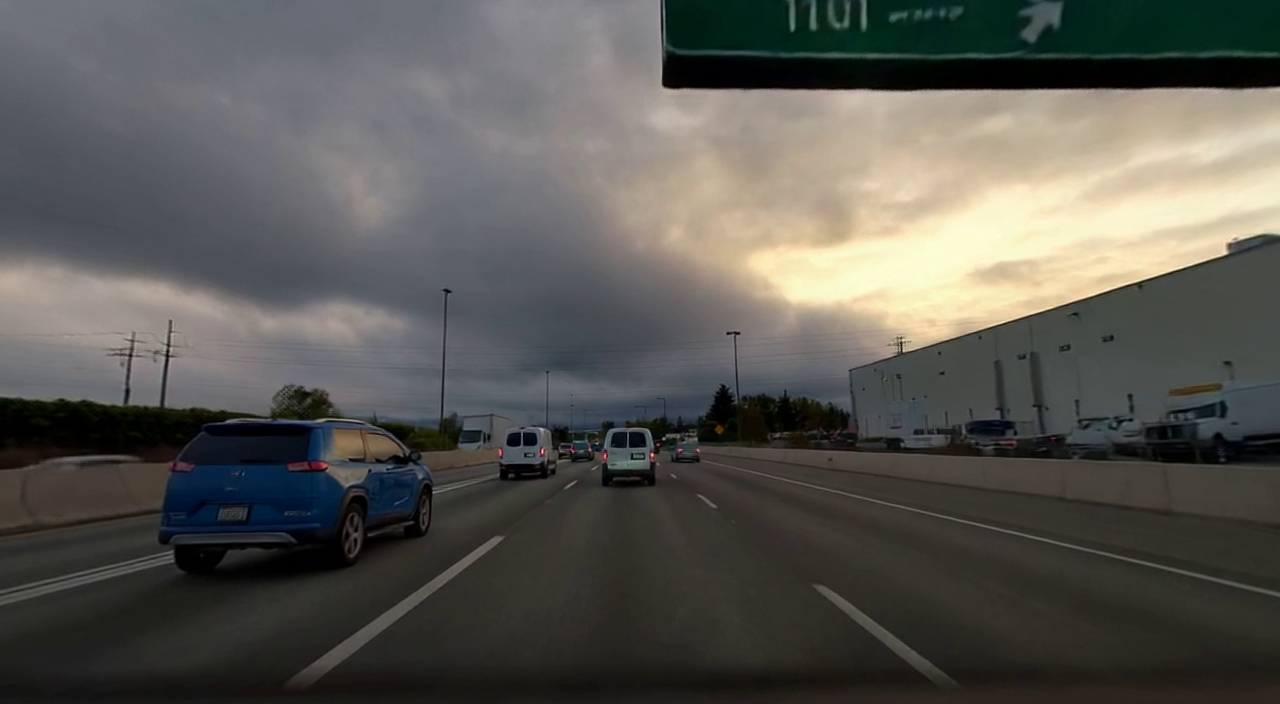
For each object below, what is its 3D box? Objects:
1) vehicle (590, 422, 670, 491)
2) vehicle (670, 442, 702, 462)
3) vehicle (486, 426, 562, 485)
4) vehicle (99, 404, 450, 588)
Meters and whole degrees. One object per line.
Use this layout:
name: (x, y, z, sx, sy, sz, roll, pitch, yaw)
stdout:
vehicle: (-0.340, 3.316, 20.332, 2.304, 1.925, 4.282, 0, -8, -1)
vehicle: (3.502, 7.663, 48.448, 1.999, 1.494, 3.833, 0, -8, -2)
vehicle: (-4.185, 3.788, 23.382, 2.038, 1.936, 4.300, 0, -8, -1)
vehicle: (-4.095, 1.661, 8.151, 1.972, 1.703, 4.333, 0, -8, -1)
